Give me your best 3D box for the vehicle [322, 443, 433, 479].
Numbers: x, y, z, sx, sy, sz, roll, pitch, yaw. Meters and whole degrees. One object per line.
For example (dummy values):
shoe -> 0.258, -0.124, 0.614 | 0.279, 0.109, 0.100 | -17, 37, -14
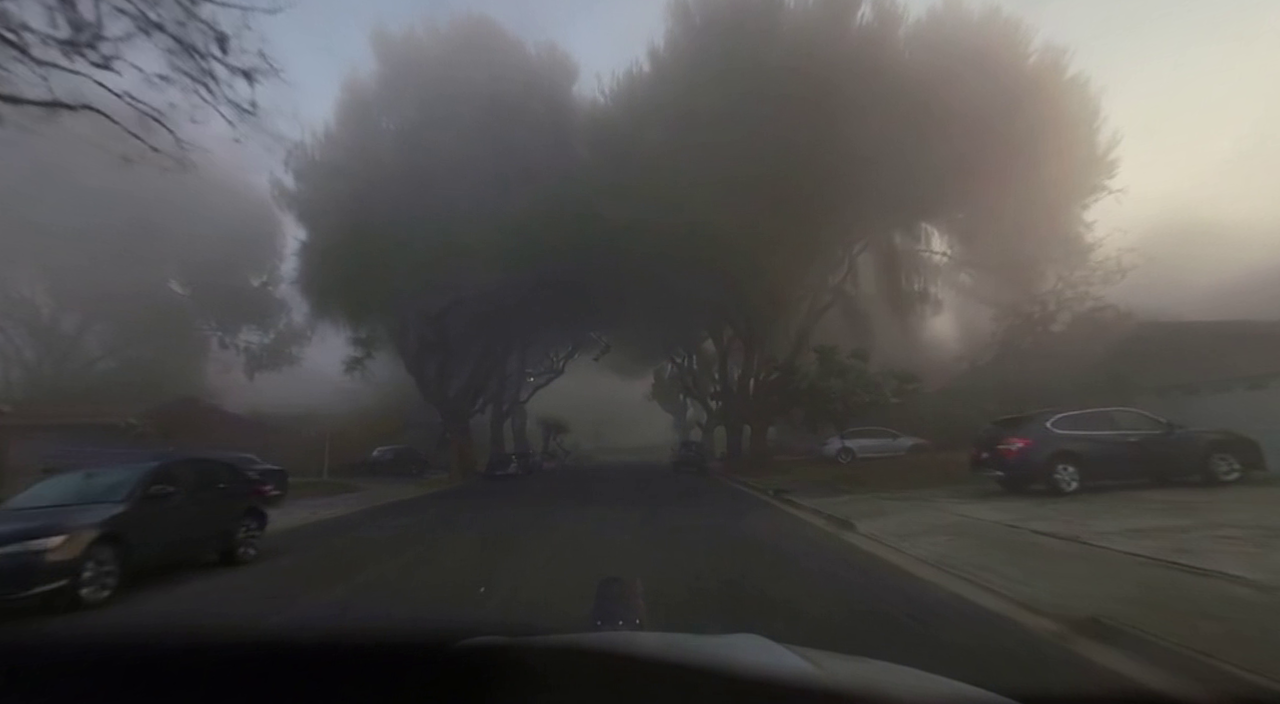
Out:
vehicle -> -11.604, 4.846, 28.172 | 4.118, 1.492, 1.902 | 0, -8, -3

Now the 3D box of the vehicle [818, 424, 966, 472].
vehicle -> 8.762, 3.364, 22.254 | 4.331, 1.570, 2.009 | 0, -8, -1

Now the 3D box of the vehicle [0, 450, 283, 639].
vehicle -> -5.942, 1.851, 6.986 | 1.878, 1.496, 3.535 | 0, -8, 0

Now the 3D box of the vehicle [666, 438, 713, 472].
vehicle -> 2.323, 4.957, 30.641 | 2.022, 1.483, 4.565 | 0, -8, 1

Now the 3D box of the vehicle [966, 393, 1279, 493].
vehicle -> 8.814, 1.649, 11.564 | 4.599, 1.652, 1.903 | 0, -8, -2
